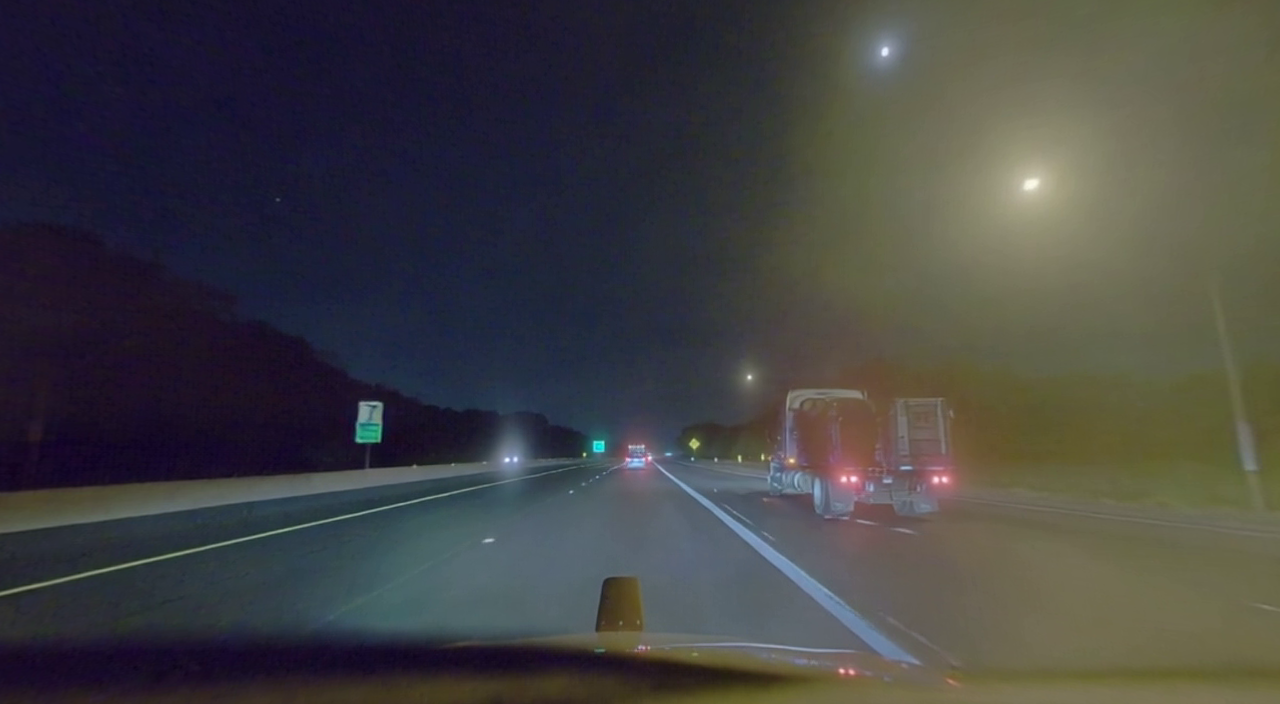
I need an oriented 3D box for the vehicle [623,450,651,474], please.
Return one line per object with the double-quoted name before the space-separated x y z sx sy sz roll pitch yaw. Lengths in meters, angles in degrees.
"vehicle" -0.174 6.949 39.894 1.695 1.437 3.506 0 -9 1
